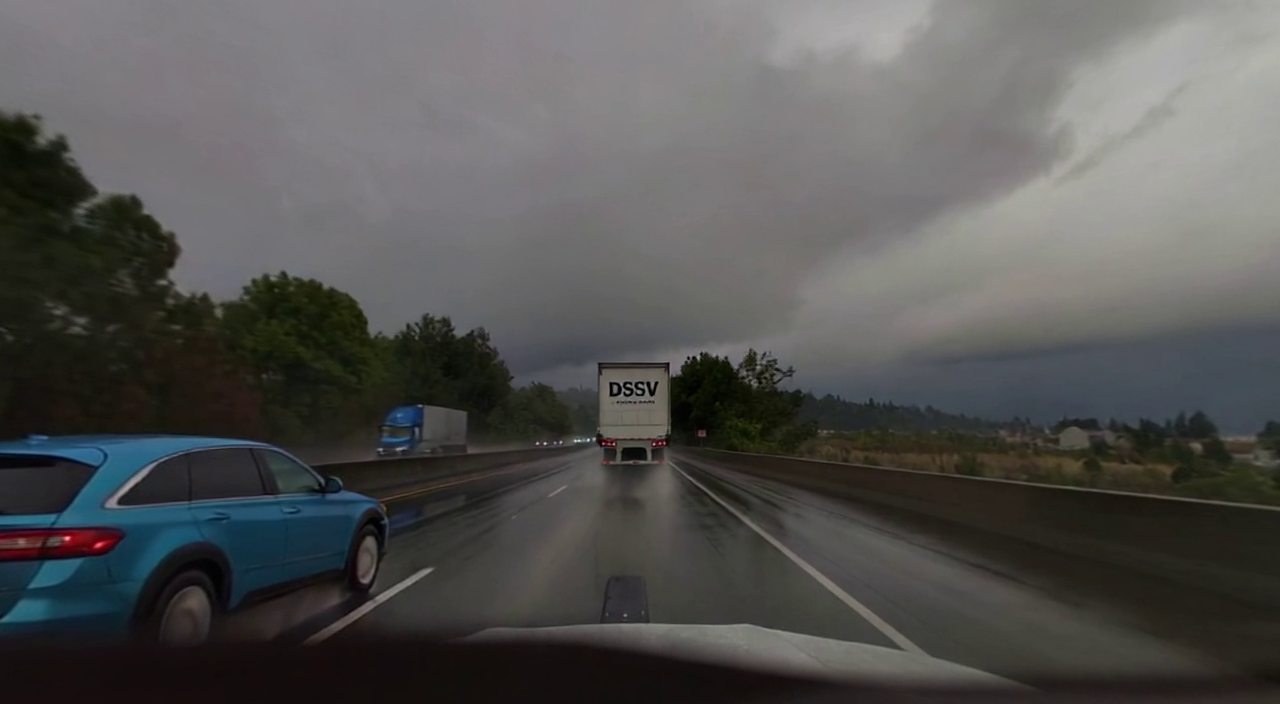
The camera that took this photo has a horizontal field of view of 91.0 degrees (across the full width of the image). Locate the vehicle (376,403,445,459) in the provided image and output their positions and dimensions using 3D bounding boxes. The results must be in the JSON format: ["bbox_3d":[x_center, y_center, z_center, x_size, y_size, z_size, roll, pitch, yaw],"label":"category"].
[{"bbox_3d":[-17.332,6.070,47.992,2.998,4.020,5.794,0,-8,-1],"label":"vehicle"}]

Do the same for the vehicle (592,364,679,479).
[{"bbox_3d":[-0.328,3.102,26.836,2.969,3.957,10.270,0,-8,-2],"label":"vehicle"}]

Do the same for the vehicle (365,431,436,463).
[{"bbox_3d":[-12.956,5.191,34.429,2.030,1.625,4.658,0,-8,0],"label":"vehicle"}]
